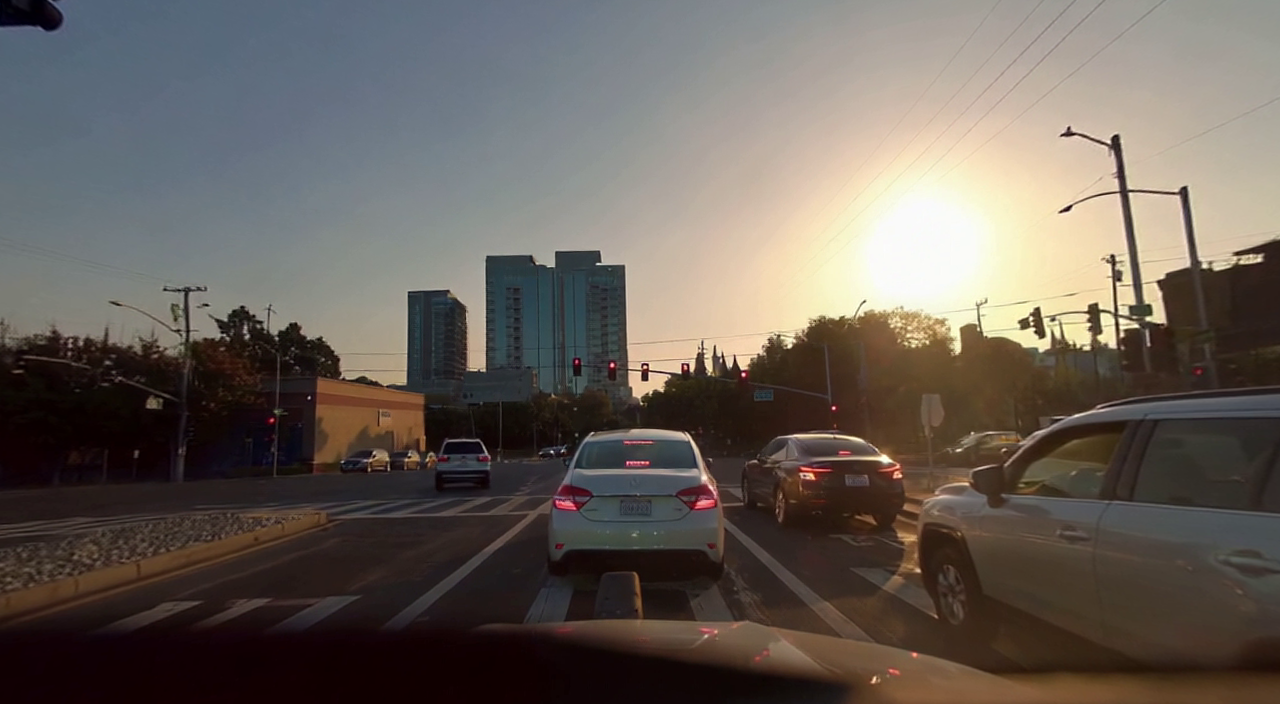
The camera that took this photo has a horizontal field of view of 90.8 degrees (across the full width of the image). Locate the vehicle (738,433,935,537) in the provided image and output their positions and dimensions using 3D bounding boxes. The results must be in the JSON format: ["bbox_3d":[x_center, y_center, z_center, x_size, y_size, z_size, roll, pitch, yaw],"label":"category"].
[{"bbox_3d":[3.159,2.231,11.283,2.001,1.463,4.398,0,-8,-2],"label":"vehicle"}]

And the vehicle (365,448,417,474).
[{"bbox_3d":[-18.780,8.221,47.930,2.026,1.836,4.726,0,-8,0],"label":"vehicle"}]

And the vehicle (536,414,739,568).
[{"bbox_3d":[-0.078,1.802,8.902,2.188,1.637,4.027,0,-9,-2],"label":"vehicle"}]

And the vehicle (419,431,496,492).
[{"bbox_3d":[-6.378,3.707,21.724,2.021,1.837,4.448,3,-9,-21],"label":"vehicle"}]

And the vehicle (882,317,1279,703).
[{"bbox_3d":[3.011,0.880,2.795,2.103,1.701,4.294,0,-9,-1],"label":"vehicle"}]
